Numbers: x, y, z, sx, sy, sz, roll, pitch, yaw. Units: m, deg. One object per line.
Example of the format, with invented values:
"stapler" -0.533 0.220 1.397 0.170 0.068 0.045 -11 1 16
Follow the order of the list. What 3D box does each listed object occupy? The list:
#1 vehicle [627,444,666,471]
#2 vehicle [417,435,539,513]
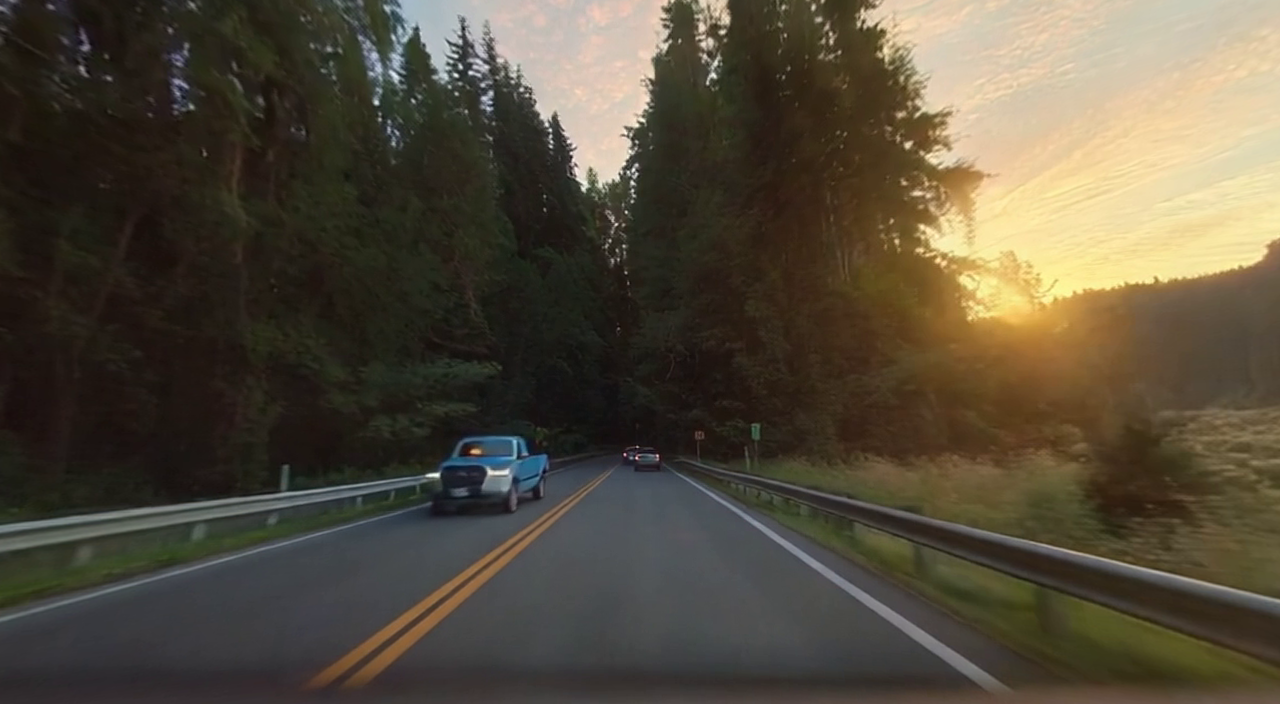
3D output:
"vehicle" 0.338 6.272 37.869 2.120 1.491 4.349 0 -8 -2
"vehicle" -3.927 3.019 16.181 1.953 1.676 4.508 0 -8 0
